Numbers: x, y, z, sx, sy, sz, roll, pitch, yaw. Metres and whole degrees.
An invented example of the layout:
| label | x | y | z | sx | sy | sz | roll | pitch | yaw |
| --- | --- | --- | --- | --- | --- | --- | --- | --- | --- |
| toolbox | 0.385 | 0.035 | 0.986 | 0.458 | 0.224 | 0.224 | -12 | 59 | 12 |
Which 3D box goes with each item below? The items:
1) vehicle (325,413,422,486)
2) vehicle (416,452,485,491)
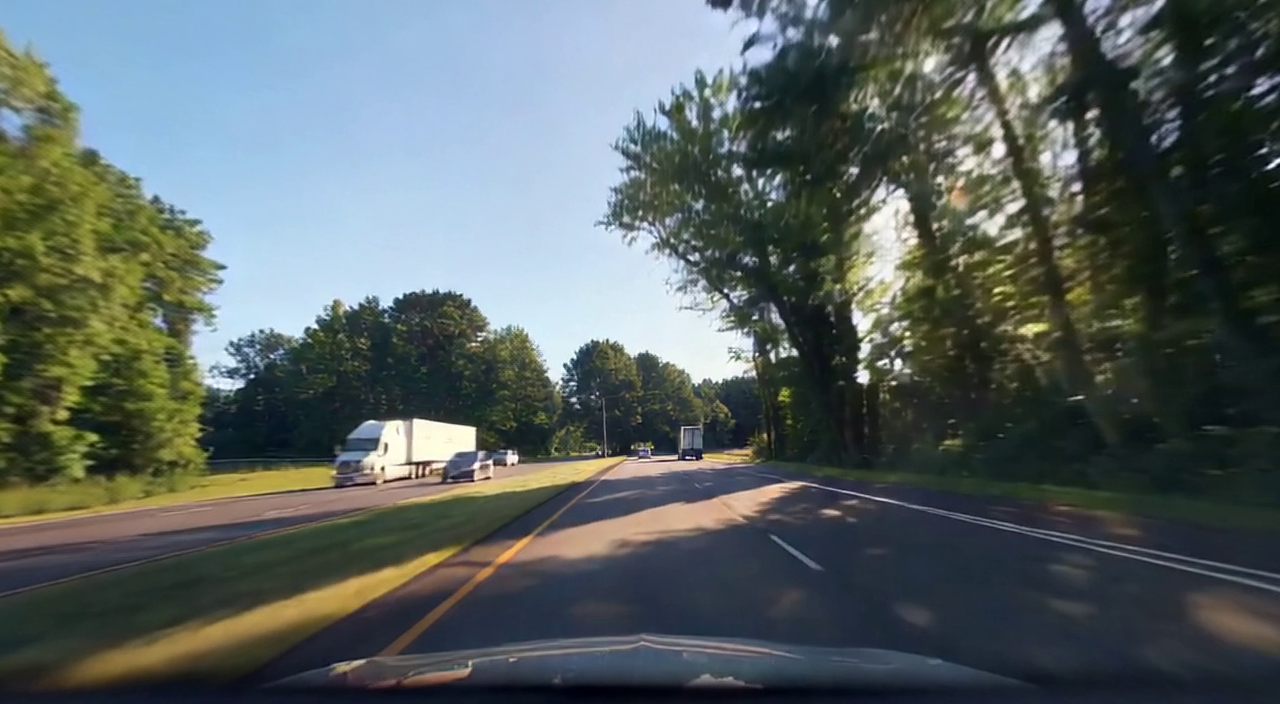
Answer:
| label | x | y | z | sx | sy | sz | roll | pitch | yaw |
| --- | --- | --- | --- | --- | --- | --- | --- | --- | --- |
| vehicle | -15.829 | 5.873 | 38.001 | 2.917 | 4.007 | 5.975 | -1 | -9 | 3 |
| vehicle | -7.947 | 5.009 | 26.751 | 1.780 | 1.465 | 3.818 | 0 | -9 | -1 |
